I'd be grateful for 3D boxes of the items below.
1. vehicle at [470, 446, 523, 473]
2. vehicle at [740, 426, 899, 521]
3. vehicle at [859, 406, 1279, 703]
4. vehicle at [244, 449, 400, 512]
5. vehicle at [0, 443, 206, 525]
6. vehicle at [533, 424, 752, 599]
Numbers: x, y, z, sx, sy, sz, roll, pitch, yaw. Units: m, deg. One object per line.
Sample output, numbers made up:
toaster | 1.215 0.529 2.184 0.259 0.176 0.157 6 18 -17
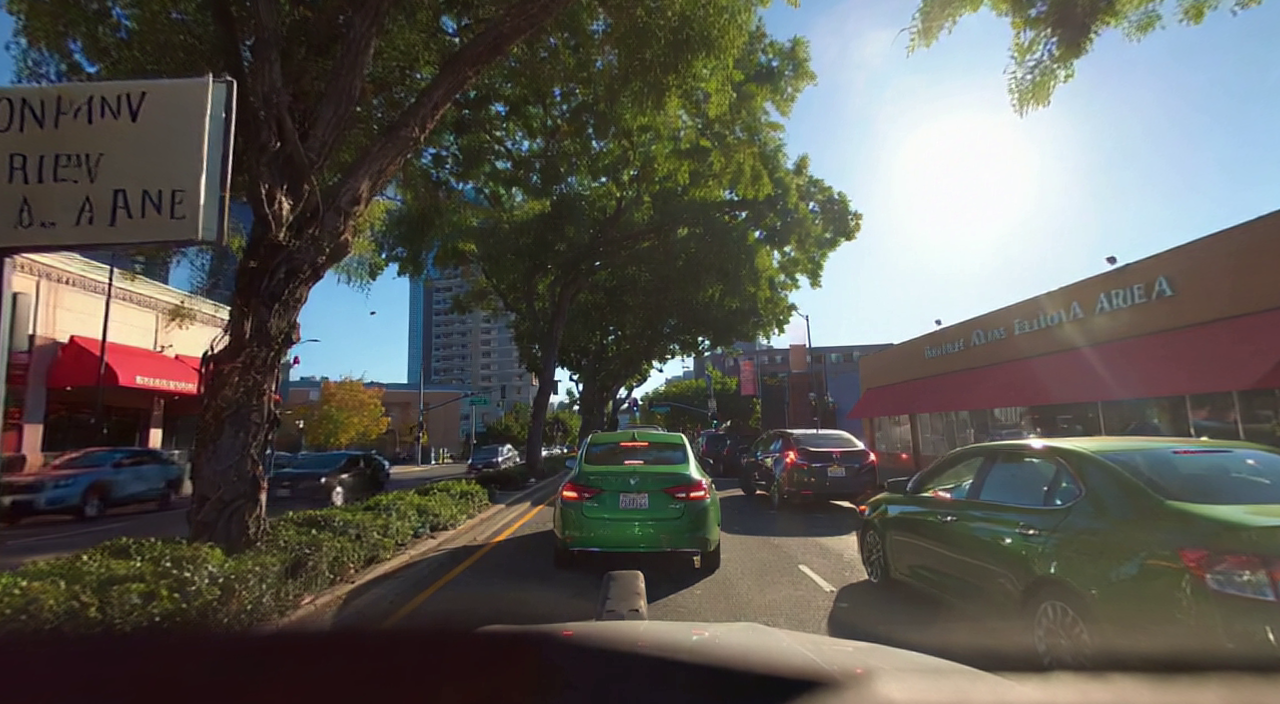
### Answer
vehicle | -8.413 6.350 37.404 2.169 1.477 4.168 0 -9 0
vehicle | 3.534 2.479 13.418 2.025 1.660 4.263 0 -9 -1
vehicle | 3.306 1.256 4.481 1.988 1.480 4.195 0 -9 0
vehicle | -8.143 3.287 16.717 1.850 1.417 4.321 0 -9 0
vehicle | -13.489 3.235 16.114 2.072 1.773 4.329 0 -9 -7
vehicle | 0.011 1.652 7.301 1.887 1.487 3.535 0 -9 0
